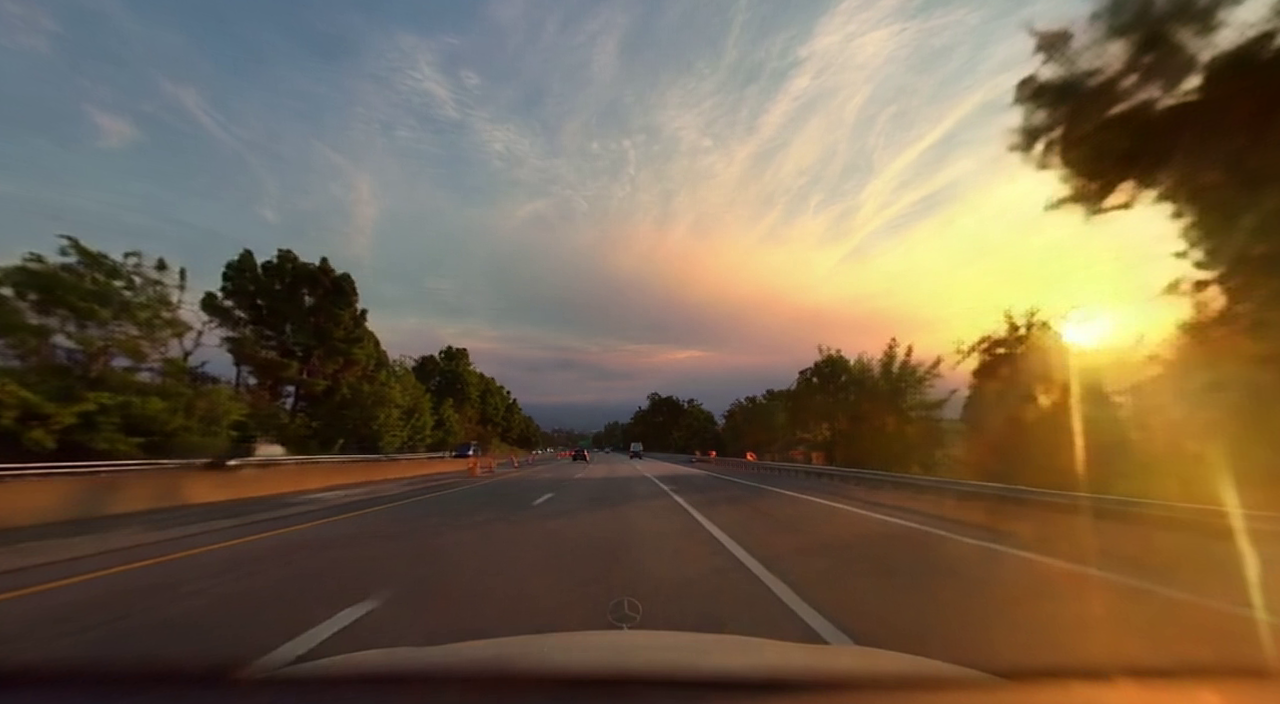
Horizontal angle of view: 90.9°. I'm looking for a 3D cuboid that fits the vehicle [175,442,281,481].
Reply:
[{"bbox_3d":[-17.813,4.726,27.519,1.851,1.543,4.162,0,-9,-1],"label":"vehicle"}]
